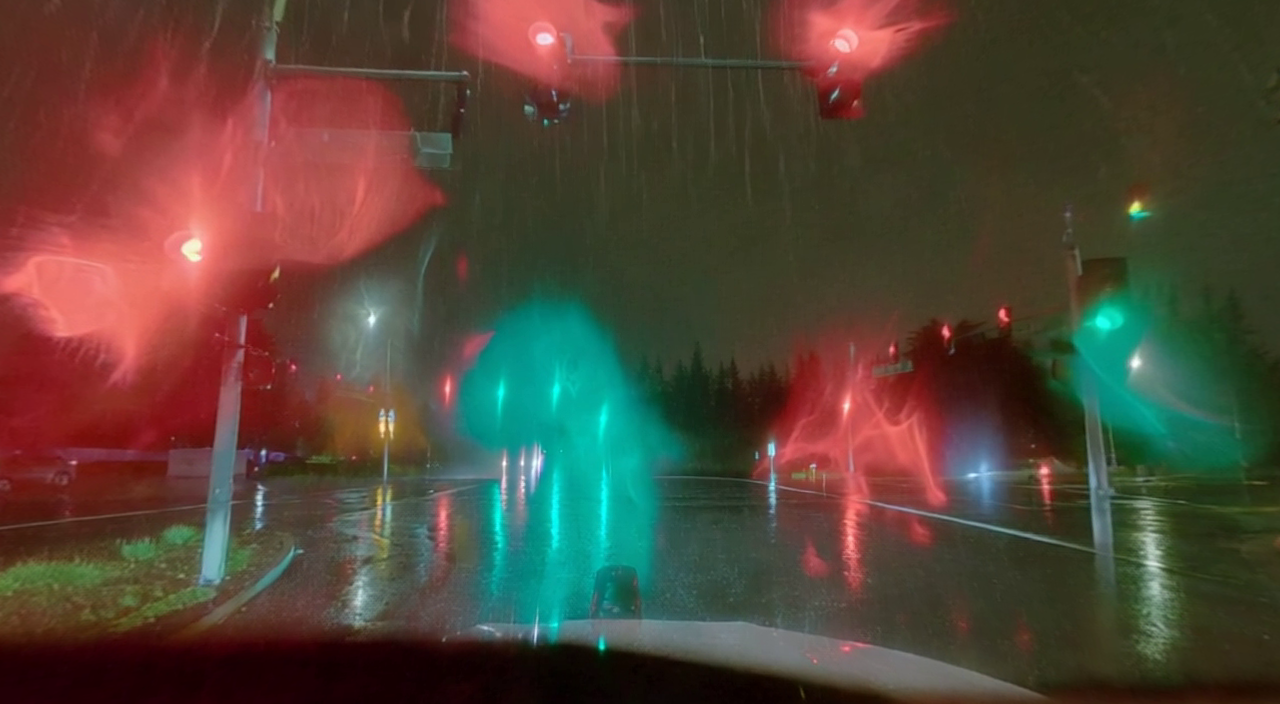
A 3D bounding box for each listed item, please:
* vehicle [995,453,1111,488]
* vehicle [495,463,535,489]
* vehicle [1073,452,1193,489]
[{"bbox_3d":[21.215,6.130,32.470,4.455,1.647,2.124,1,-12,-6],"label":"vehicle"},{"bbox_3d":[-8.999,8.946,45.687,2.045,1.608,3.709,0,-8,1],"label":"vehicle"},{"bbox_3d":[22.727,5.448,29.124,3.998,1.590,1.936,1,-10,-6],"label":"vehicle"}]
